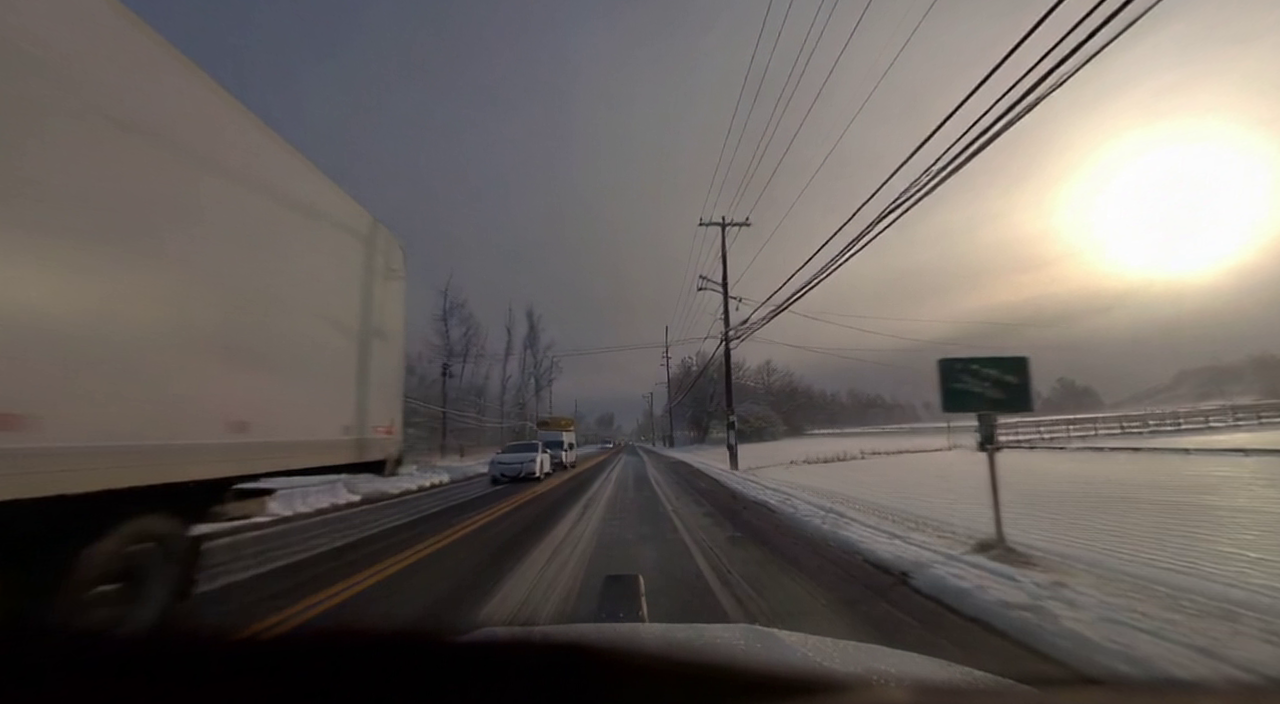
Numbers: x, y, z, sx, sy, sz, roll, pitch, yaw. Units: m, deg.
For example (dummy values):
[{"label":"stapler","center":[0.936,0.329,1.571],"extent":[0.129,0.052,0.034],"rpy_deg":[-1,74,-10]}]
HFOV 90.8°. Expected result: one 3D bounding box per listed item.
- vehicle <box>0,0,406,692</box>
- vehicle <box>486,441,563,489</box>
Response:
[{"label":"vehicle","center":[-5.039,-0.771,0.718],"extent":[3.452,4.409,16.846],"rpy_deg":[-2,-8,-1]},{"label":"vehicle","center":[-4.678,4.621,26.389],"extent":[2.268,1.661,4.642],"rpy_deg":[-3,-8,0]}]
